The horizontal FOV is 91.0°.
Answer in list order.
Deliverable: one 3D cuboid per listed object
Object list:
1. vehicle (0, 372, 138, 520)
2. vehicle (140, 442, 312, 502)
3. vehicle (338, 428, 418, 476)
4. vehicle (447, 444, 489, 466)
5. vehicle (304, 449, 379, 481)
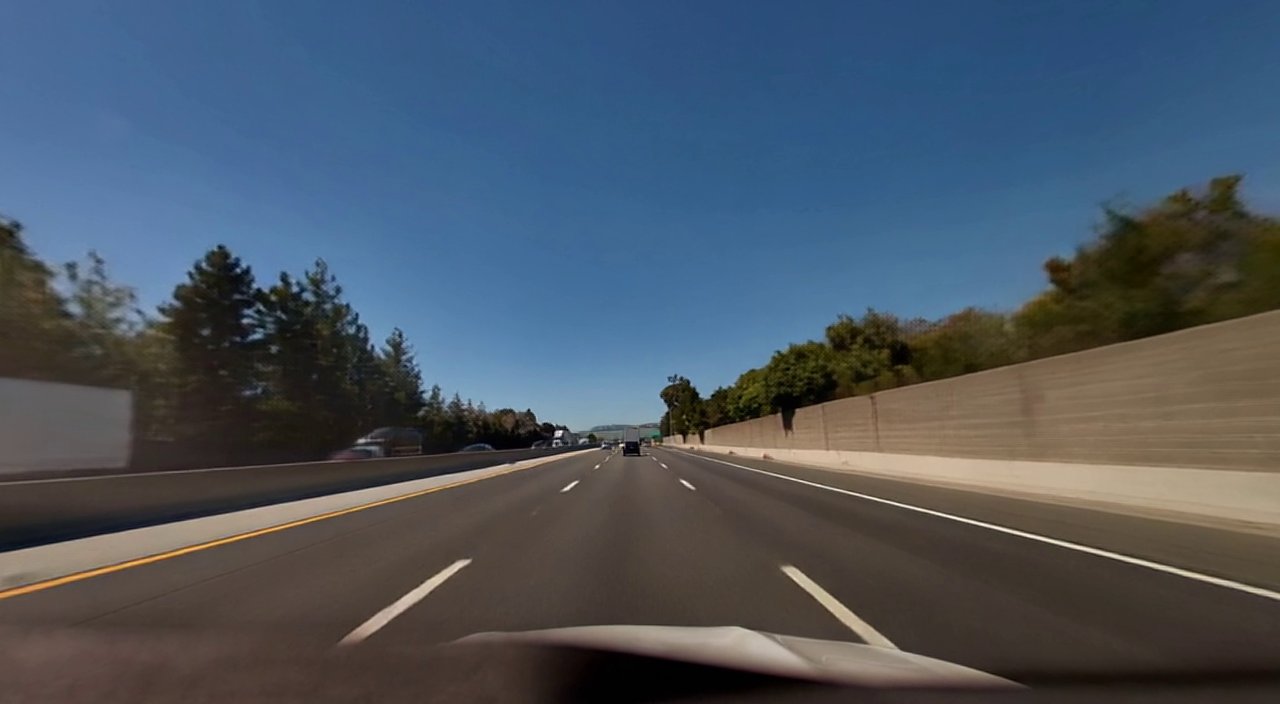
[{"bbox_3d":[-19.320,2.326,15.310,2.955,4.092,13.867,0,-8,-1],"label":"vehicle"},{"bbox_3d":[-11.885,3.427,18.558,1.985,1.503,4.545,-1,-8,0],"label":"vehicle"},{"bbox_3d":[-19.500,7.476,47.481,2.739,3.229,7.874,-1,-8,0],"label":"vehicle"},{"bbox_3d":[-12.801,7.694,47.147,1.962,1.479,4.434,0,-8,-1],"label":"vehicle"},{"bbox_3d":[-15.903,6.019,33.804,1.847,1.476,4.561,0,-8,-1],"label":"vehicle"}]
